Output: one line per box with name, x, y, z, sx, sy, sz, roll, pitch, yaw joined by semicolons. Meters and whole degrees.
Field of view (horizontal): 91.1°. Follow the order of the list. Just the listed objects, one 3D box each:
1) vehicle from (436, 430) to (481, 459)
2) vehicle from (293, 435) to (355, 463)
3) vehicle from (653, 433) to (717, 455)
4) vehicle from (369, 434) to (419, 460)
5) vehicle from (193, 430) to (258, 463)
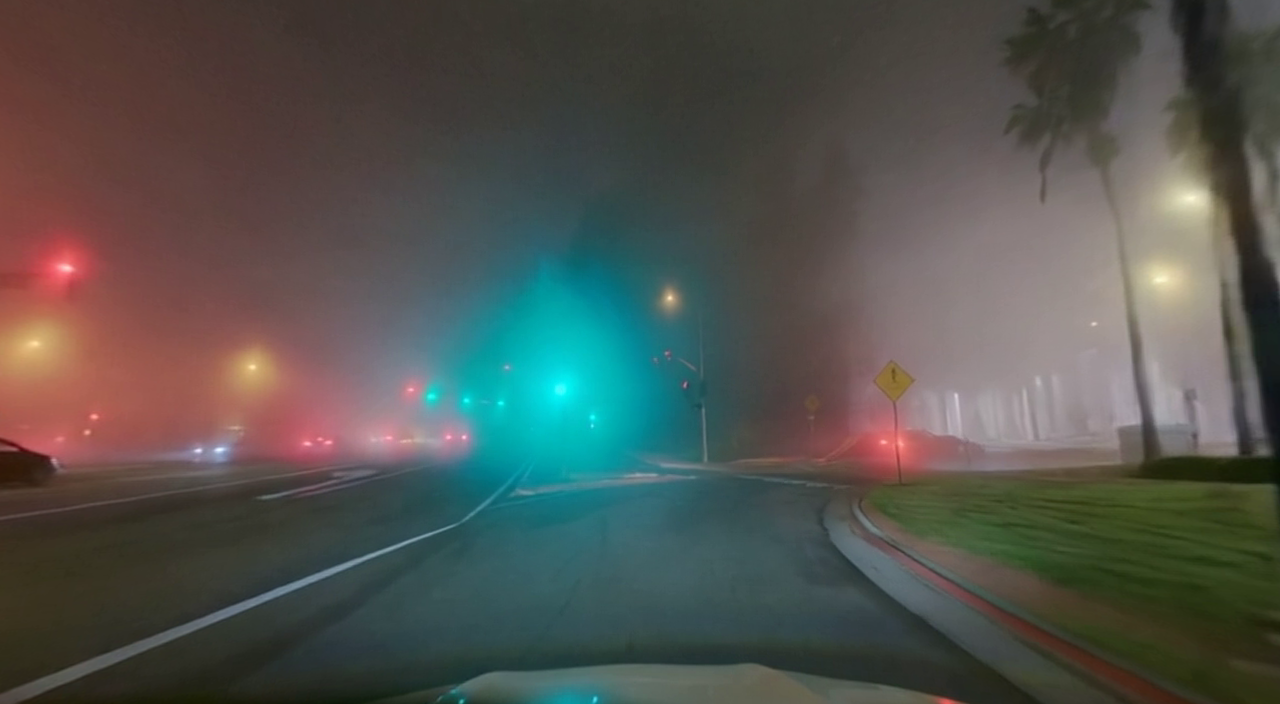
vehicle;-11.902;6.093;41.395;2.114;1.784;4.450;1;-9;-7
vehicle;-18.236;5.623;36.435;1.900;1.462;4.225;1;-9;-7
vehicle;3.467;7.140;48.475;4.648;1.501;1.862;3;-9;-7
vehicle;-15.433;5.986;39.579;1.977;1.584;3.983;1;-9;-7
vehicle;-23.524;5.405;35.788;2.156;1.742;4.264;4;-9;-22
